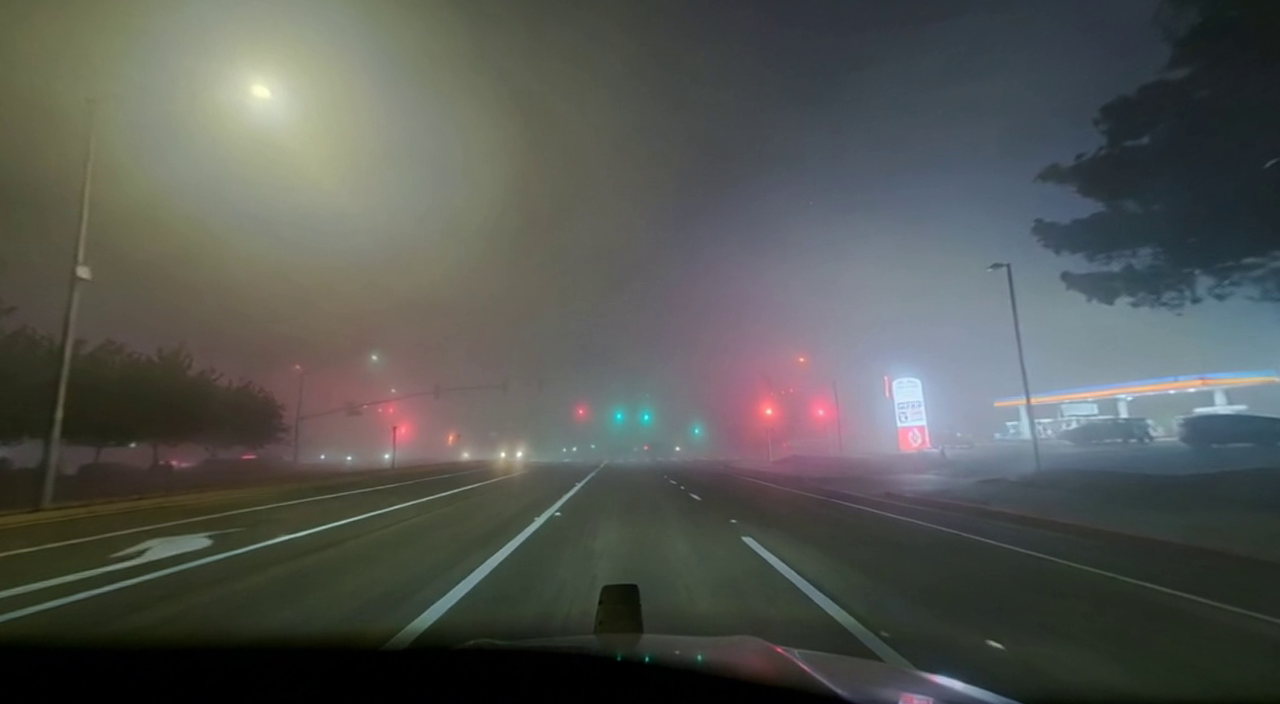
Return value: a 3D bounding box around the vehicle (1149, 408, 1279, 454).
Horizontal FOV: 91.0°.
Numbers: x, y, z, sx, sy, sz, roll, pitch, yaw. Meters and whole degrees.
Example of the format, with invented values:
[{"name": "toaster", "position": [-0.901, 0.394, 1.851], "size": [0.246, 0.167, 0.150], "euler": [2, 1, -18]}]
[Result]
[{"name": "vehicle", "position": [22.841, 3.069, 24.530], "size": [4.230, 1.590, 1.877], "euler": [-2, -8, 0]}]
